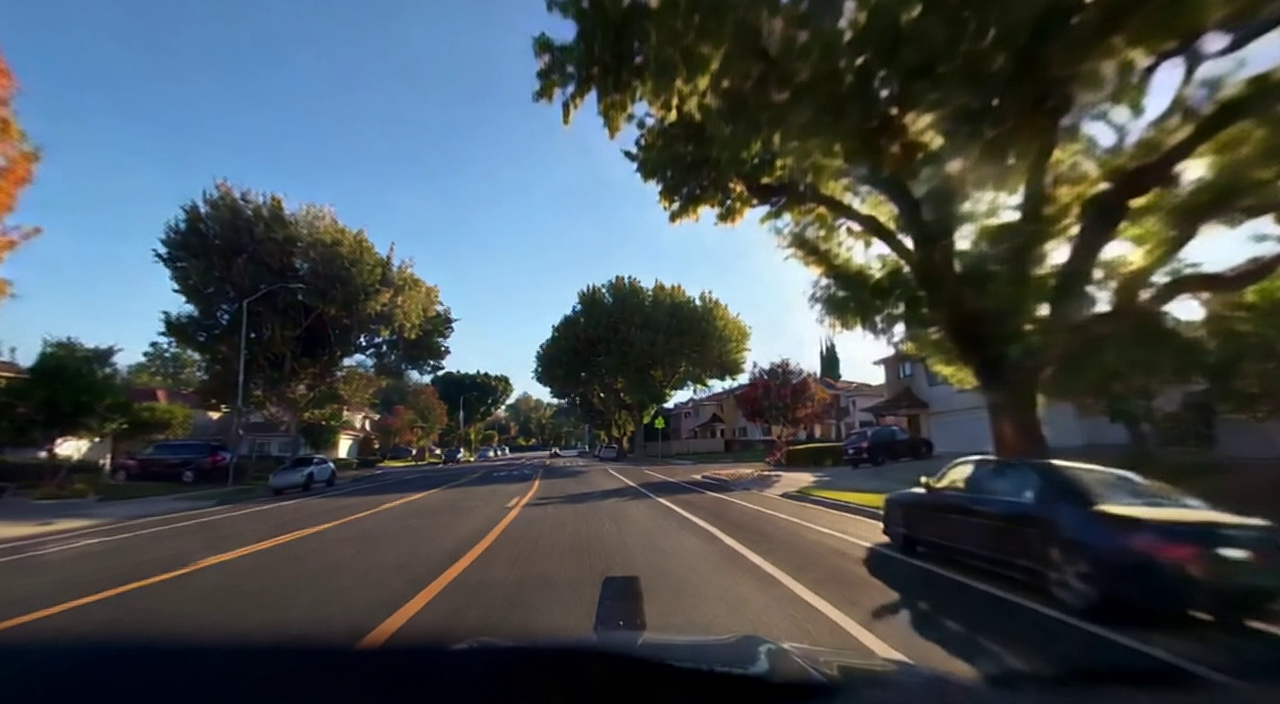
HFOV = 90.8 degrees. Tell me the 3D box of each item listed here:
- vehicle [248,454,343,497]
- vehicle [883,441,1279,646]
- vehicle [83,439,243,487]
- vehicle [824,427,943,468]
[{"bbox_3d":[-13.753,4.927,25.536,1.870,1.451,4.140,0,-8,-6],"label":"vehicle"},{"bbox_3d":[4.517,1.697,6.684,2.029,1.449,4.028,1,-9,-5],"label":"vehicle"},{"bbox_3d":[-21.938,5.137,29.278,5.560,1.892,2.099,-1,-9,-4],"label":"vehicle"},{"bbox_3d":[10.198,4.006,26.542,4.216,1.634,1.999,2,-9,-17],"label":"vehicle"}]
